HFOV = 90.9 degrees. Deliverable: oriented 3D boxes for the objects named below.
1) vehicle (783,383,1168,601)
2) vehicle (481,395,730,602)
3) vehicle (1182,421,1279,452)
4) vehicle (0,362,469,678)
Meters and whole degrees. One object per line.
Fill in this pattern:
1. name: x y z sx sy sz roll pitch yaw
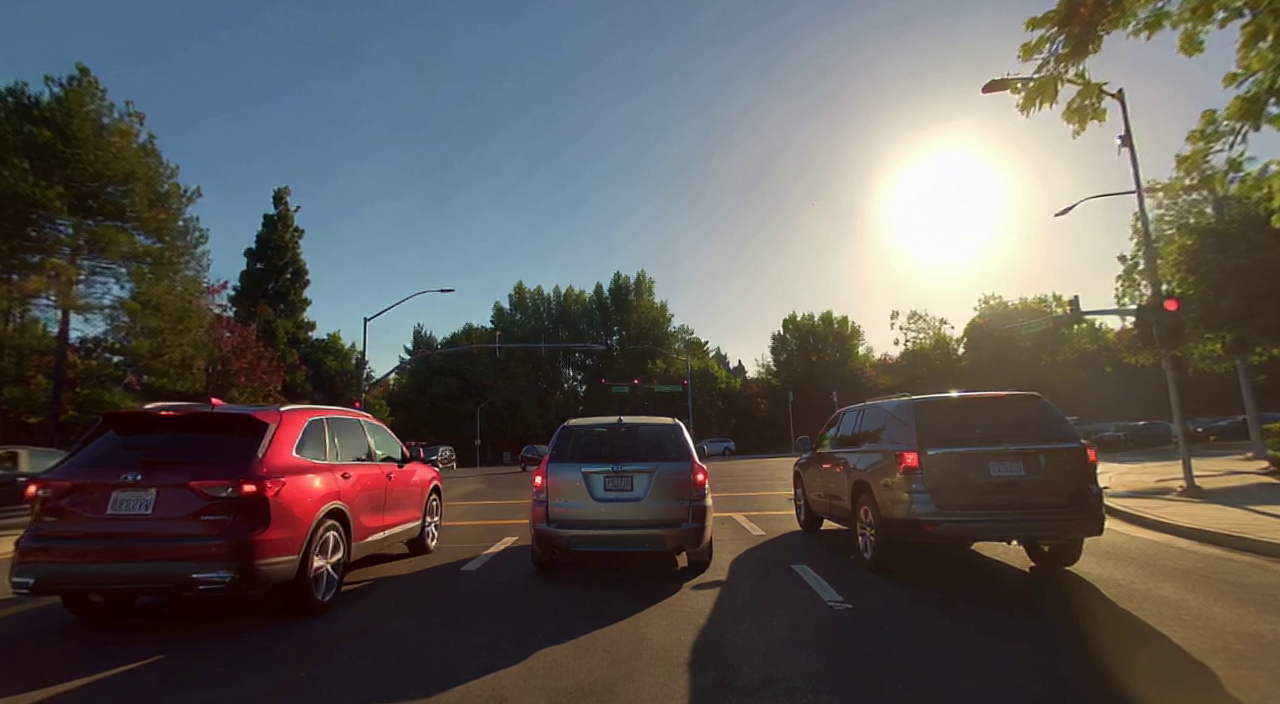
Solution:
1. vehicle: 3.281 1.481 7.516 2.083 1.779 4.532 0 -8 0
2. vehicle: -0.235 1.512 7.309 2.067 1.702 3.987 0 -8 2
3. vehicle: 32.808 4.656 34.755 4.175 1.634 1.877 1 -8 -4
4. vehicle: -3.277 1.279 5.901 2.047 1.810 4.414 0 -8 1
